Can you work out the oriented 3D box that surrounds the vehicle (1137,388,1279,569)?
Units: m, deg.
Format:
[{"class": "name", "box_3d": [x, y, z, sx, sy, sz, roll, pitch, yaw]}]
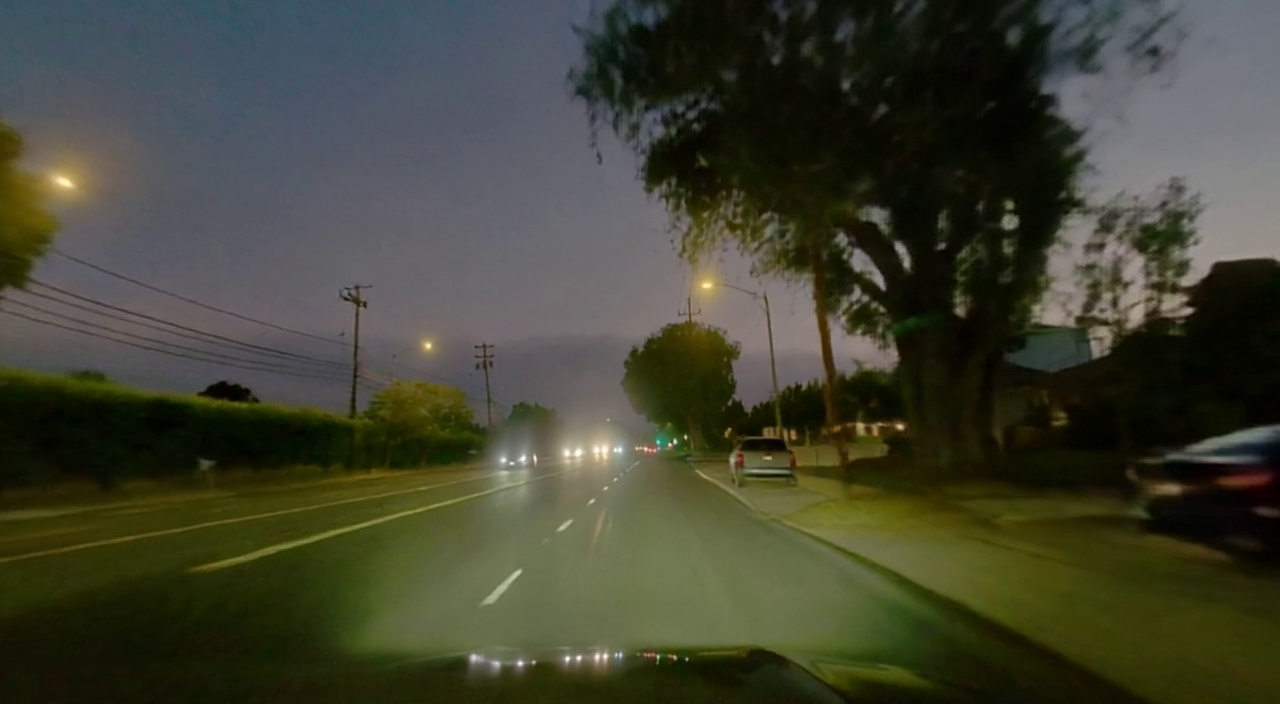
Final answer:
[{"class": "vehicle", "box_3d": [7.929, 1.176, 5.997, 4.719, 1.556, 1.869, 0, -8, 1]}]

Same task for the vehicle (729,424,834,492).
[{"class": "vehicle", "box_3d": [4.316, 3.334, 20.135, 2.228, 1.885, 4.854, 0, -8, 0]}]

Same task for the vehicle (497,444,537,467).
[{"class": "vehicle", "box_3d": [-8.568, 7.218, 44.241, 1.915, 1.539, 4.106, 0, -9, 2]}]
